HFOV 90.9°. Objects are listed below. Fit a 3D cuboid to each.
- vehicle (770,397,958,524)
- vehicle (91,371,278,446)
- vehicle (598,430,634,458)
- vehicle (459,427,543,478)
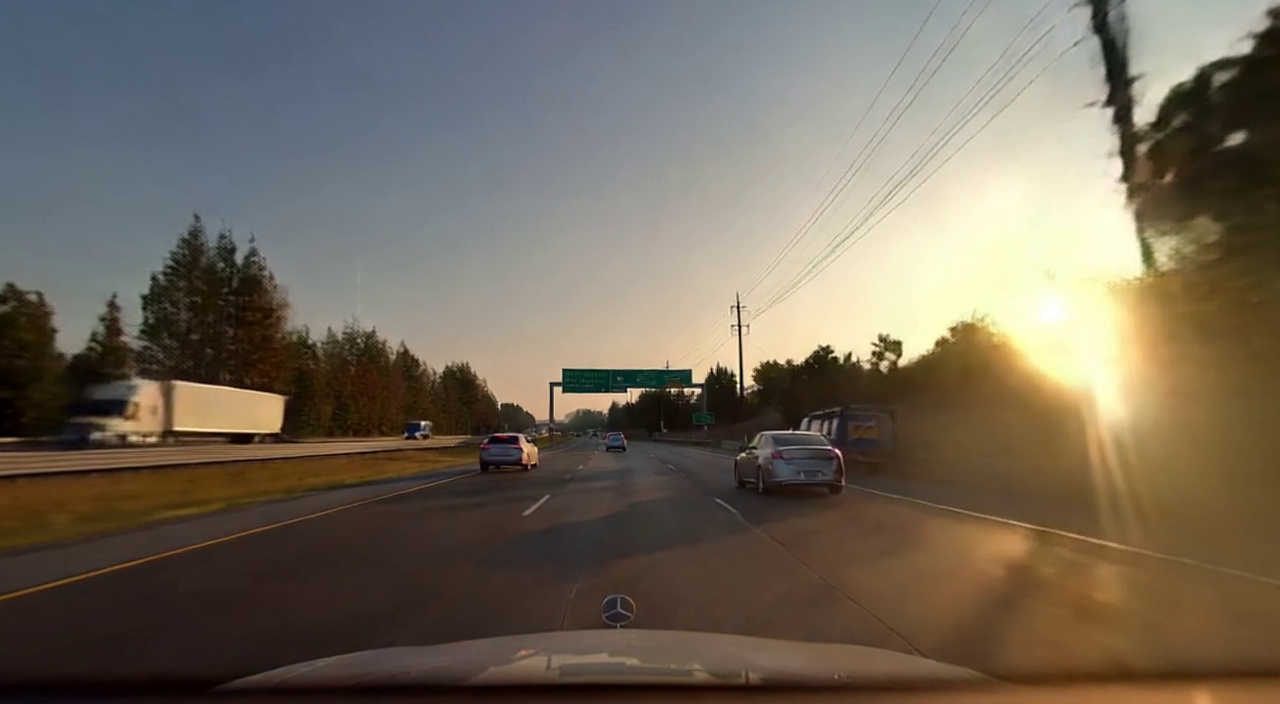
[{"bbox_3d":[3.744,1.848,11.231,1.976,1.905,3.263,0,-7,-3],"label":"vehicle"},{"bbox_3d":[-27.690,3.812,39.637,2.835,3.950,12.765,0,-7,-3],"label":"vehicle"},{"bbox_3d":[-1.527,5.814,40.136,2.159,1.690,3.720,0,-7,-2],"label":"vehicle"},{"bbox_3d":[-4.766,3.490,22.264,2.100,1.590,4.077,0,-7,-1],"label":"vehicle"}]
